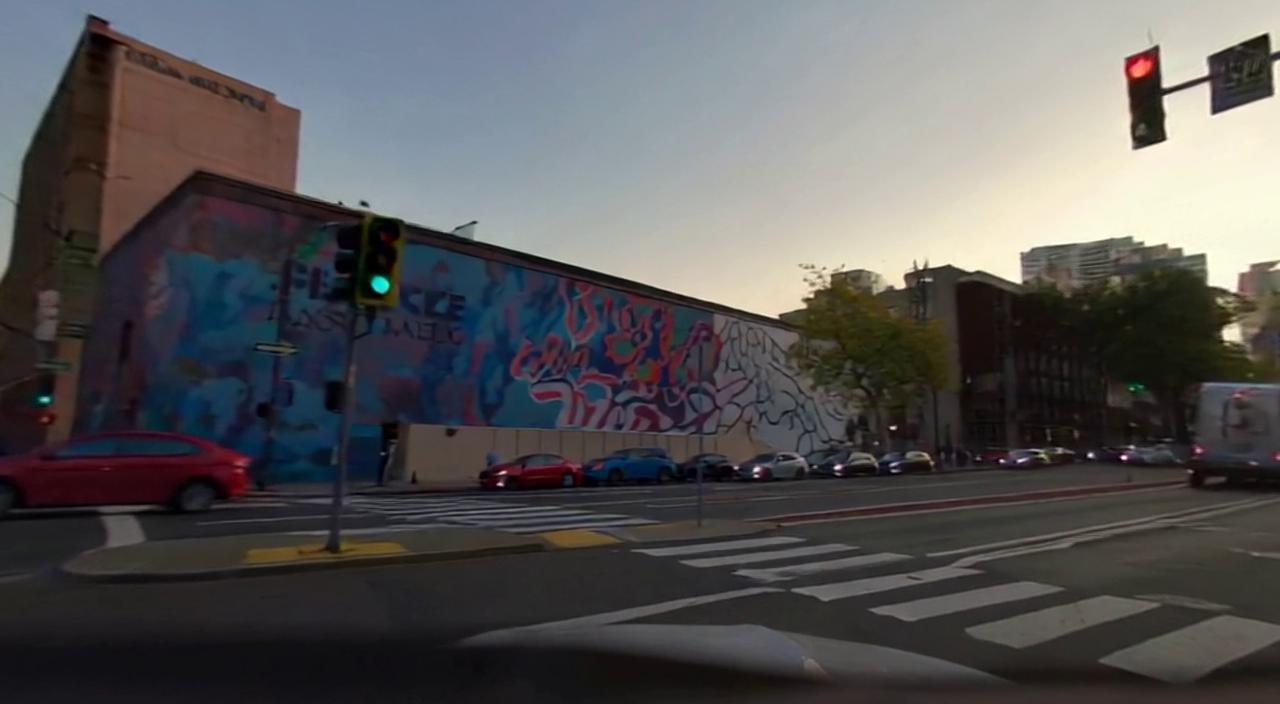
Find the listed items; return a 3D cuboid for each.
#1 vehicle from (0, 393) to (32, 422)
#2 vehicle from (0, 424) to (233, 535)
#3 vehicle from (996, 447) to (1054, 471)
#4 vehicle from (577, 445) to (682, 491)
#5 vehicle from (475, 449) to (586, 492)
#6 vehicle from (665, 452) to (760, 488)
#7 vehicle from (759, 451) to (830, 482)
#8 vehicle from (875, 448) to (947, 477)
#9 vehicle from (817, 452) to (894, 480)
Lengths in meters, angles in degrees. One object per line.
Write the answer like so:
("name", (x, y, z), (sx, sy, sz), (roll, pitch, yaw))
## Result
("vehicle", (-42.164, 3.680, 41.689), (1.891, 1.706, 4.441), (5, -10, -33))
("vehicle", (-9.573, 2.061, 10.516), (4.291, 1.606, 1.859), (8, -12, -43))
("vehicle", (28.890, 7.973, 47.242), (4.574, 1.700, 1.911), (6, -10, -34))
("vehicle", (-0.431, 5.096, 28.073), (4.289, 1.875, 1.963), (6, -10, -35))
("vehicle", (-4.367, 4.736, 25.506), (4.035, 1.586, 1.738), (6, -10, -34))
("vehicle", (3.538, 5.653, 30.528), (4.418, 1.556, 1.814), (6, -10, -34))
("vehicle", (8.353, 6.157, 34.011), (3.522, 1.546, 1.721), (6, -10, -34))
("vehicle", (16.974, 6.846, 39.465), (4.502, 1.696, 1.884), (6, -10, -33))
("vehicle", (12.481, 6.546, 36.456), (4.494, 1.481, 1.783), (6, -10, -34))
